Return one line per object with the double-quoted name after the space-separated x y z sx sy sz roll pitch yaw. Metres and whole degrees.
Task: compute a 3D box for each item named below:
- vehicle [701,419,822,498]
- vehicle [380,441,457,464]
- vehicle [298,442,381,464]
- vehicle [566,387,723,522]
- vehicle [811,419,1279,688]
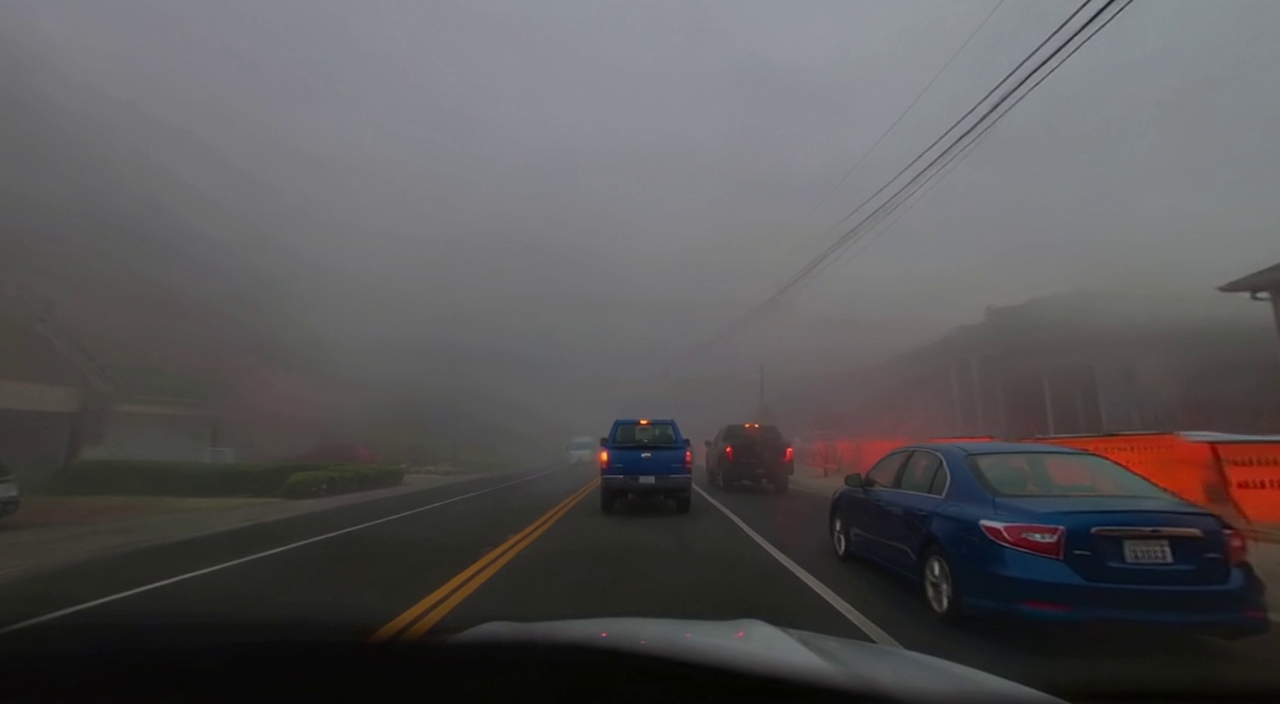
3.355 3.127 18.802 2.486 1.993 5.667 0 -8 0 "vehicle"
-14.953 6.829 42.609 4.490 1.500 1.875 0 -8 -1 "vehicle"
-20.219 6.790 42.314 4.706 1.468 1.817 -1 -8 3 "vehicle"
0.134 2.270 14.262 2.751 2.361 6.347 0 -9 1 "vehicle"
3.221 1.469 5.846 2.010 1.499 4.481 0 -8 0 "vehicle"
